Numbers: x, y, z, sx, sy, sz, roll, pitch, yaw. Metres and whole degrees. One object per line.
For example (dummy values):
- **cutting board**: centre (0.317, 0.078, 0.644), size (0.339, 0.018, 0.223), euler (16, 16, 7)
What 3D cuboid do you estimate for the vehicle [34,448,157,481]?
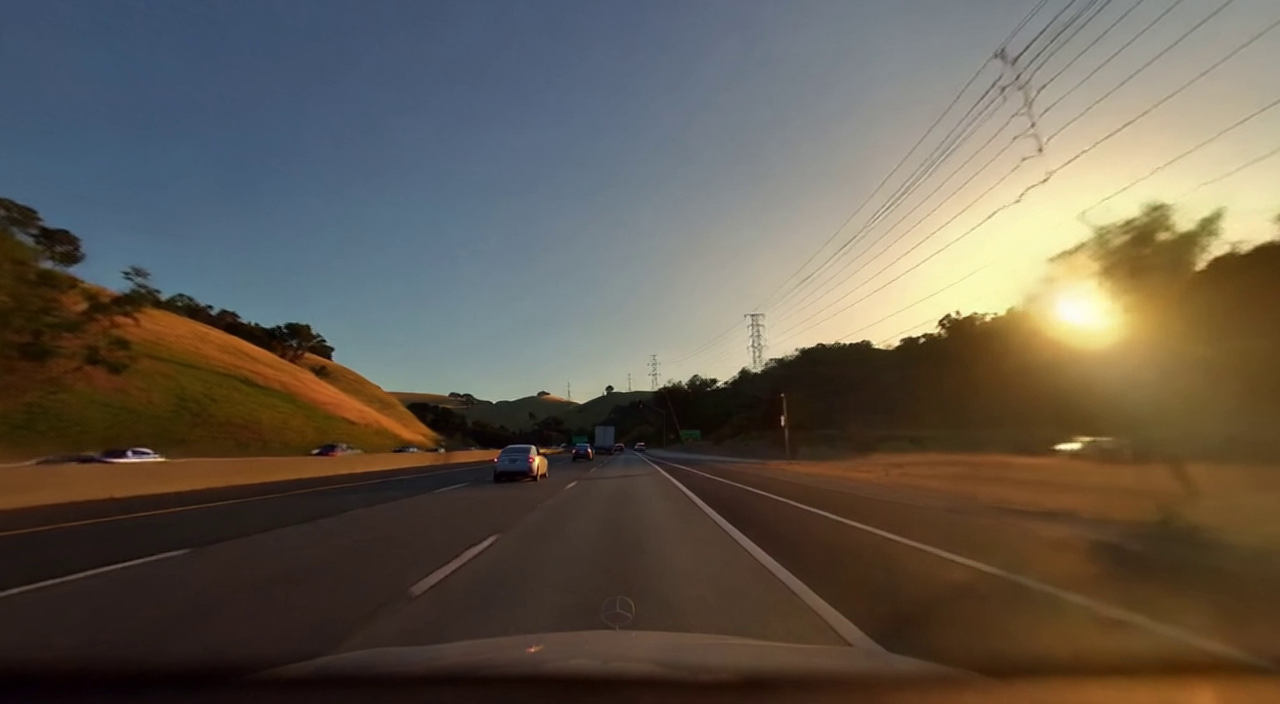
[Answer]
- **vehicle**: centre (-26.208, 5.405, 30.655), size (1.841, 1.449, 4.570), euler (0, -8, 1)

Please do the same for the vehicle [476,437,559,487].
- **vehicle**: centre (-4.147, 3.799, 22.126), size (1.963, 1.533, 4.477), euler (0, -8, 0)
